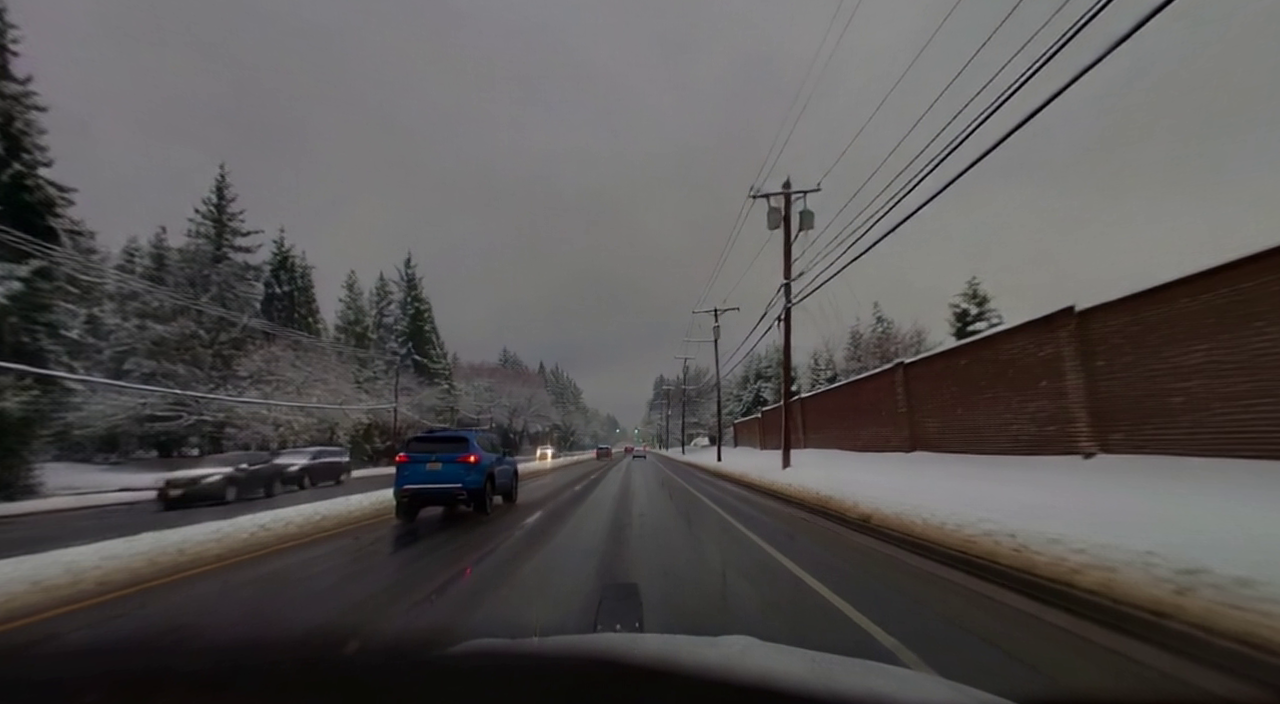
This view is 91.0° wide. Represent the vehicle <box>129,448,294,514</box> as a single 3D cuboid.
[{"bbox_3d":[-11.955,3.585,17.967,1.855,1.619,4.040,0,-9,0],"label":"vehicle"}]

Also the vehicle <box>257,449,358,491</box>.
[{"bbox_3d":[-15.725,5.560,30.144,2.096,1.799,4.990,-1,-8,0],"label":"vehicle"}]

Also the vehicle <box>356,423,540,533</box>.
[{"bbox_3d":[-3.432,2.355,12.388,2.147,1.730,4.555,0,-8,1],"label":"vehicle"}]
